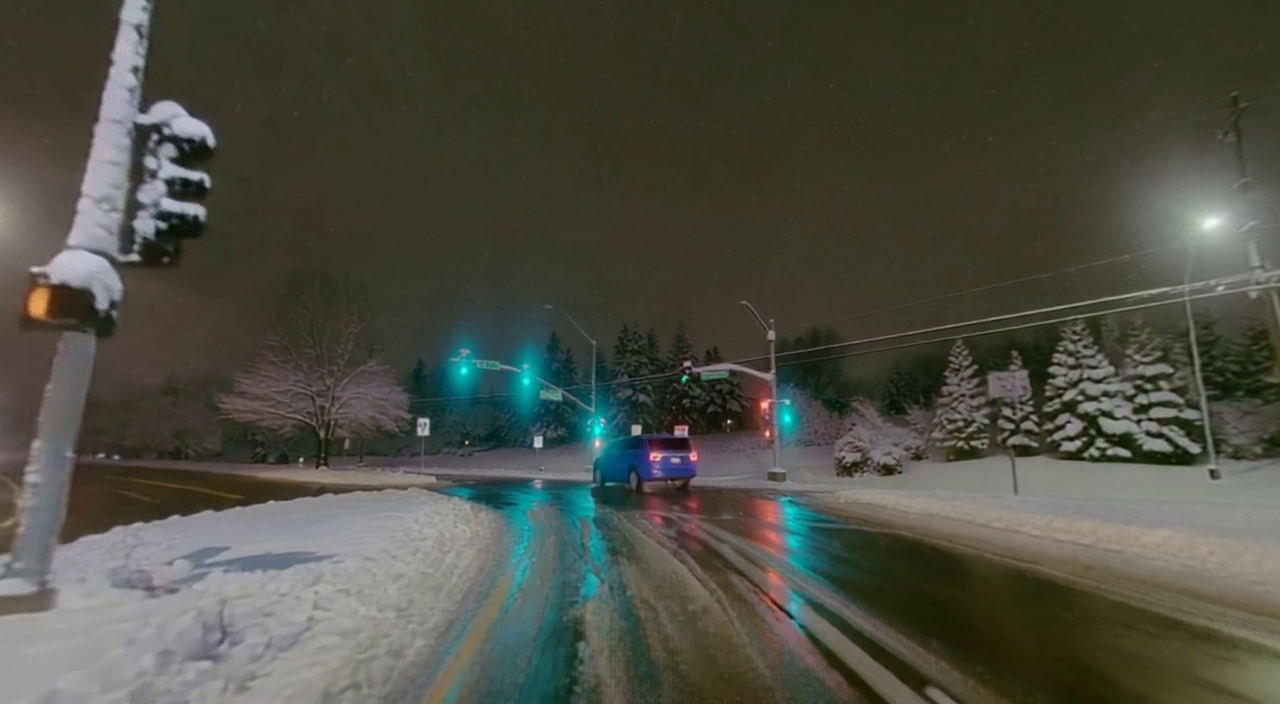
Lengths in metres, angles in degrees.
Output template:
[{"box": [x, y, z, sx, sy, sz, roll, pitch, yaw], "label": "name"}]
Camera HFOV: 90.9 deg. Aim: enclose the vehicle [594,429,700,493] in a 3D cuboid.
[{"box": [0.054, 3.464, 20.456, 2.284, 1.788, 4.871, 2, -9, -14], "label": "vehicle"}]
